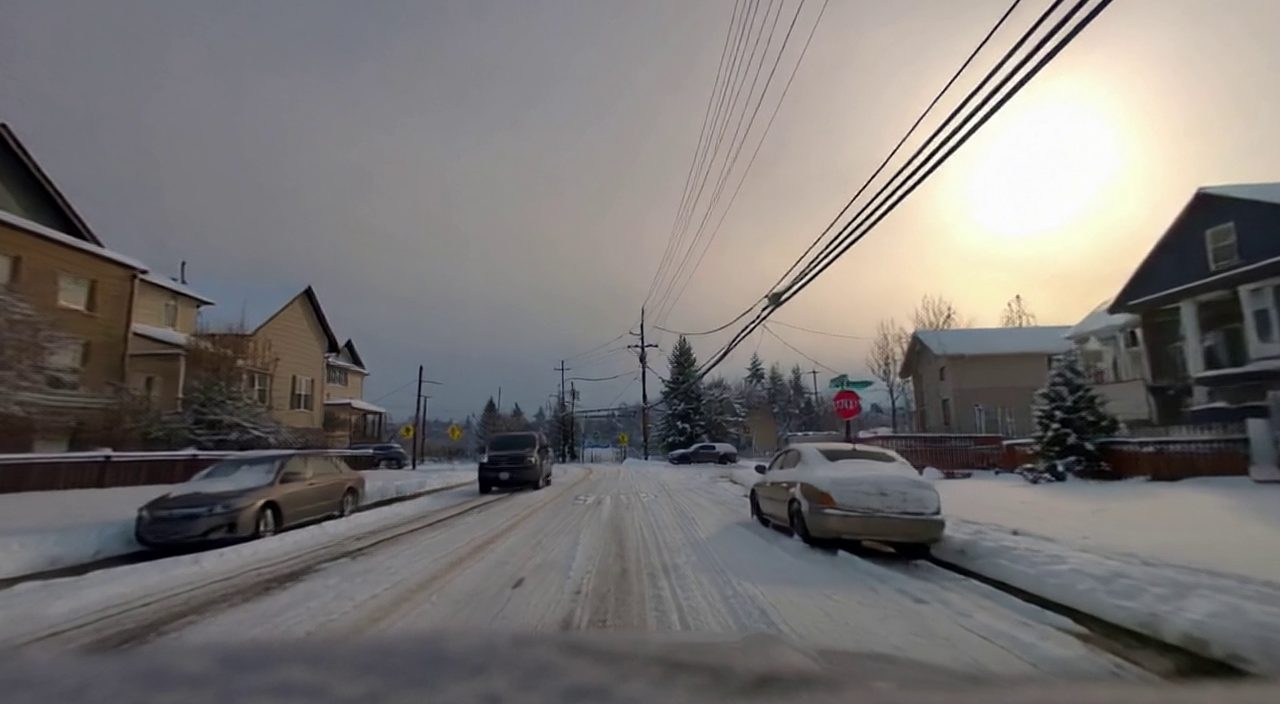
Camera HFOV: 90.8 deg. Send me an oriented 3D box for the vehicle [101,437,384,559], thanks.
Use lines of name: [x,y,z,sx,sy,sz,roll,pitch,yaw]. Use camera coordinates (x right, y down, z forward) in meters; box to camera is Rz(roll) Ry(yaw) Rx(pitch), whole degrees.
vehicle: [-6.851,2.489,11.724,2.156,1.728,4.619,-2,-8,2]

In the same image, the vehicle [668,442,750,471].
vehicle: [5.044,7.663,46.405,5.578,1.842,2.300,4,-10,-12]

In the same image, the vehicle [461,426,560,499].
vehicle: [-3.818,3.343,19.512,2.277,1.970,4.512,0,-9,-3]

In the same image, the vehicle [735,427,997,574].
vehicle: [2.728,1.911,8.963,2.080,1.531,4.415,0,-9,0]
